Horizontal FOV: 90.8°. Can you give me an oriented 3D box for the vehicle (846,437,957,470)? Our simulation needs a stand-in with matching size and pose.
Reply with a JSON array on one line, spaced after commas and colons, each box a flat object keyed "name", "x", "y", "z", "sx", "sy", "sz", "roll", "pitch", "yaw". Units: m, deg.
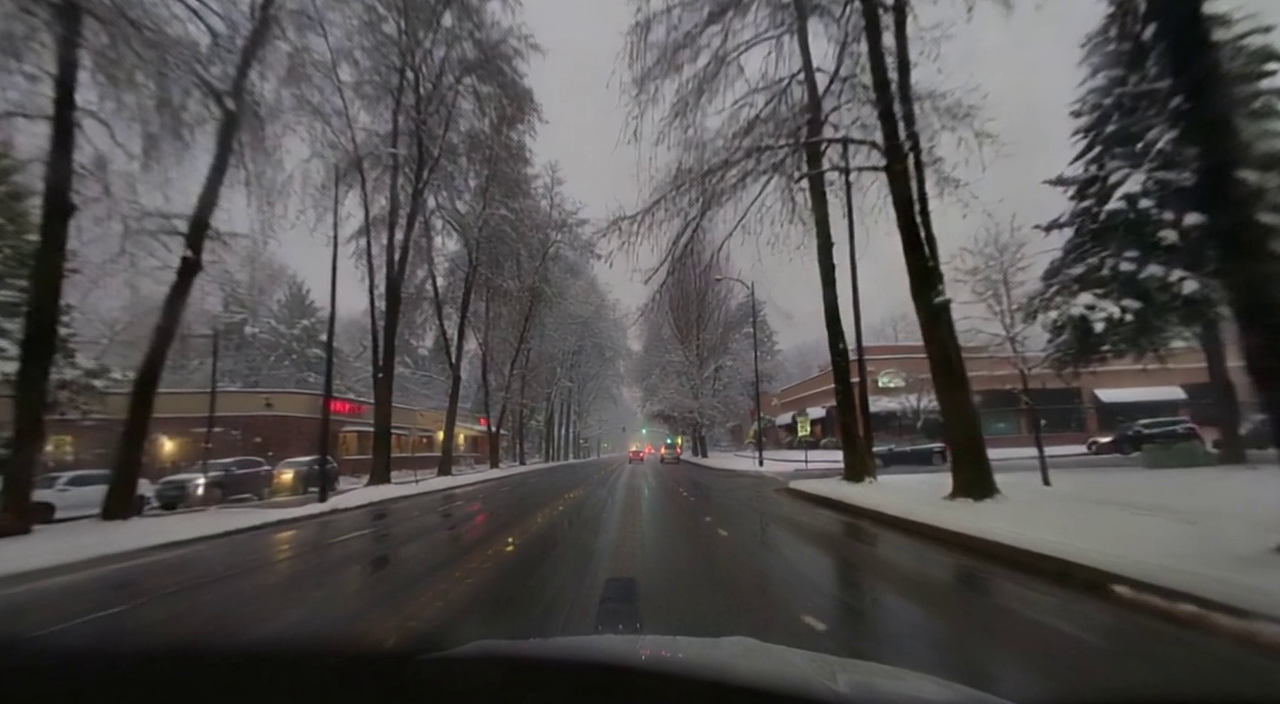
[{"name": "vehicle", "x": 12.130, "y": 4.750, "z": 29.584, "sx": 4.404, "sy": 1.445, "sz": 1.844, "roll": -2, "pitch": -9, "yaw": 8}]

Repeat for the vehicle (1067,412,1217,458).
[{"name": "vehicle", "x": 25.034, "y": 4.191, "z": 31.665, "sx": 5.444, "sy": 1.901, "sz": 2.250, "roll": -3, "pitch": -9, "yaw": 0}]

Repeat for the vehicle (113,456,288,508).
[{"name": "vehicle", "x": -15.297, "y": 4.522, "z": 22.192, "sx": 4.579, "sy": 1.701, "sz": 2.033, "roll": -1, "pitch": -9, "yaw": 1}]
